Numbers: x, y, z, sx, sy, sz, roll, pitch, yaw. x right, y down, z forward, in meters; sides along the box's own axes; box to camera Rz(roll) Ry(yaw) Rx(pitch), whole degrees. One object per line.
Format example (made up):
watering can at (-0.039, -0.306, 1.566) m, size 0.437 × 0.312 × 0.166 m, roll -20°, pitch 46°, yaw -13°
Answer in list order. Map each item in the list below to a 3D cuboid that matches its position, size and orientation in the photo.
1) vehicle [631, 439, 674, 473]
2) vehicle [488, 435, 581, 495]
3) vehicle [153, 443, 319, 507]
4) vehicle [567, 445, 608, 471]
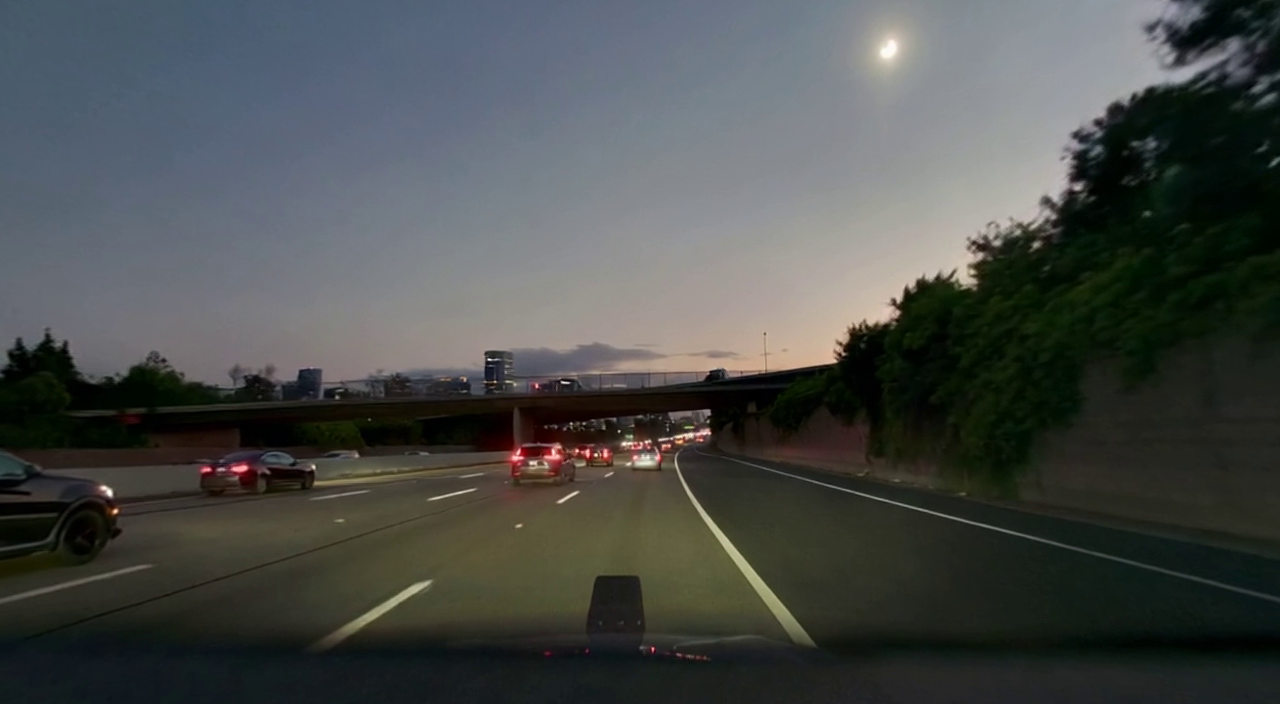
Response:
vehicle at (0.700, 5.560, 33.695) m, size 2.160 × 1.678 × 4.178 m, roll 0°, pitch -8°, yaw 2°
vehicle at (-3.335, 3.672, 20.821) m, size 2.161 × 1.759 × 4.482 m, roll 0°, pitch -8°, yaw 2°
vehicle at (-11.716, 3.539, 18.643) m, size 1.954 × 1.640 × 4.339 m, roll 0°, pitch -8°, yaw 1°
vehicle at (-3.230, 6.593, 39.169) m, size 1.997 × 1.490 × 4.471 m, roll 0°, pitch -8°, yaw 2°
